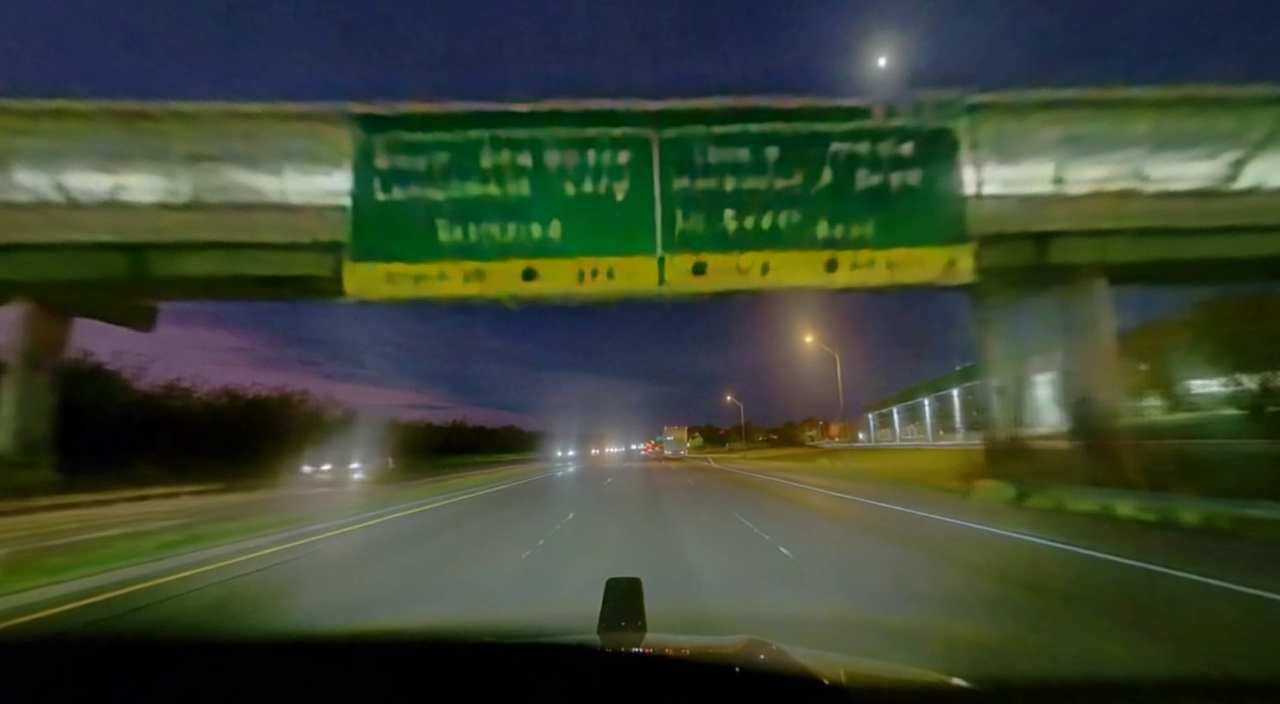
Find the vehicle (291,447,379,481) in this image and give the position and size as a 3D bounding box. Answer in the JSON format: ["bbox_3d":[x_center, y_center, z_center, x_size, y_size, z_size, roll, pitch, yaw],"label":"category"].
[{"bbox_3d":[-15.118,5.582,31.595,1.949,1.549,4.819,0,-9,1],"label":"vehicle"}]

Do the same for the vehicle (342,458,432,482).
[{"bbox_3d":[-15.113,7.095,38.217,2.570,1.155,6.956,0,-9,0],"label":"vehicle"}]
